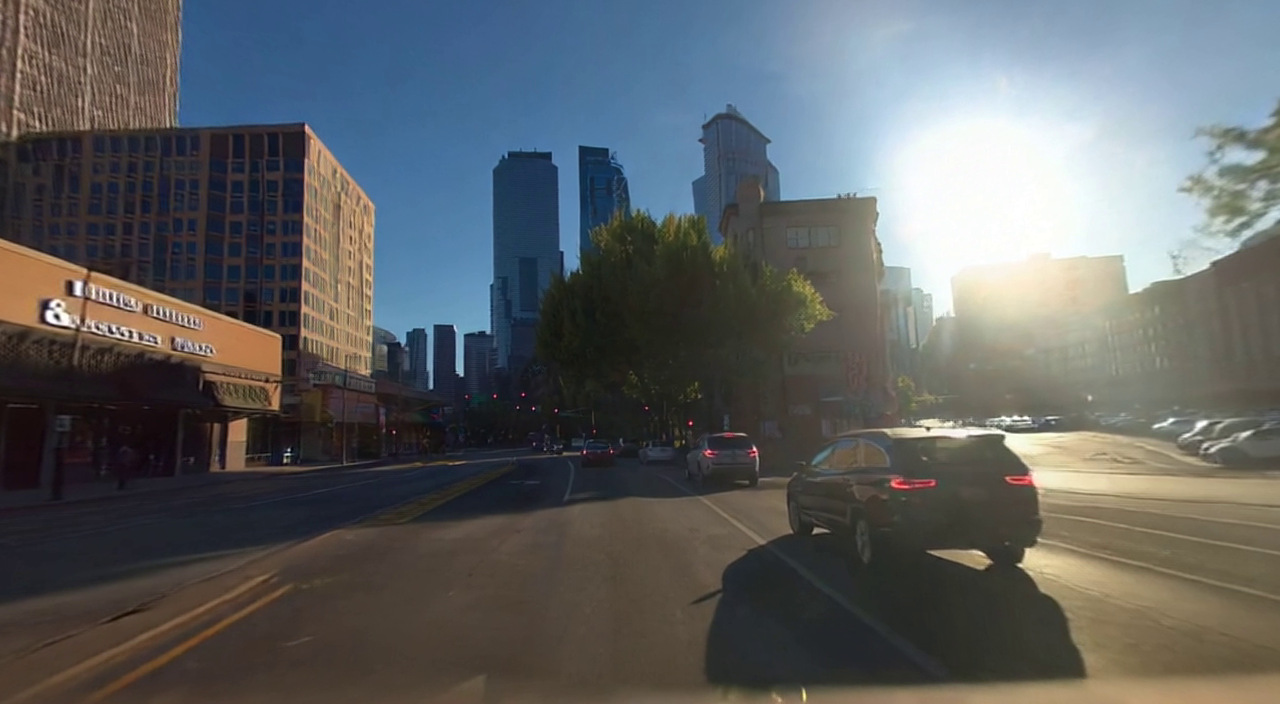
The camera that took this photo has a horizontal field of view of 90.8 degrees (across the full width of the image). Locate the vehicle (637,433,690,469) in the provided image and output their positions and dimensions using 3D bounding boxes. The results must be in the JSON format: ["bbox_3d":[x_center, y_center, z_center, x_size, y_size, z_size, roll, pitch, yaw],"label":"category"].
[{"bbox_3d":[1.206,5.364,34.490,2.216,1.750,4.520,0,-8,-6],"label":"vehicle"}]

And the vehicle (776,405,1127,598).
[{"bbox_3d":[3.129,1.553,7.488,1.966,1.596,3.980,-1,-8,-2],"label":"vehicle"}]

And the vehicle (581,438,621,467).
[{"bbox_3d":[-2.228,5.593,35.175,2.068,1.512,3.987,1,-9,-6],"label":"vehicle"}]

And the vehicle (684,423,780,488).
[{"bbox_3d":[2.693,3.182,19.641,2.046,1.768,4.370,1,-9,-4],"label":"vehicle"}]
